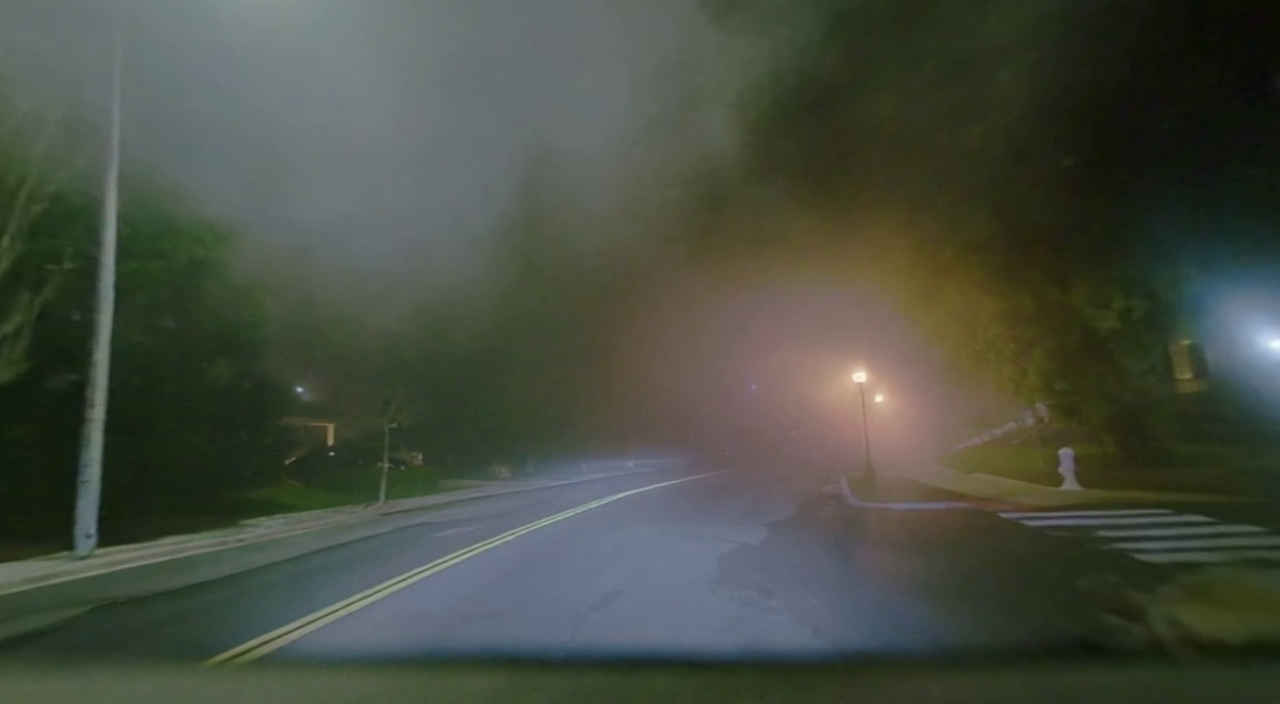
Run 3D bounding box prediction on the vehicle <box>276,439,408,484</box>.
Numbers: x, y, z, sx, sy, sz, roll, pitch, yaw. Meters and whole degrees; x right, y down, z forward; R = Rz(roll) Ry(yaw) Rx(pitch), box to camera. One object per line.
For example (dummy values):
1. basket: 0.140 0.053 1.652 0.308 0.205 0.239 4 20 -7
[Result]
1. vehicle: -11.920 4.403 25.604 4.485 1.663 2.111 2 -9 -15
